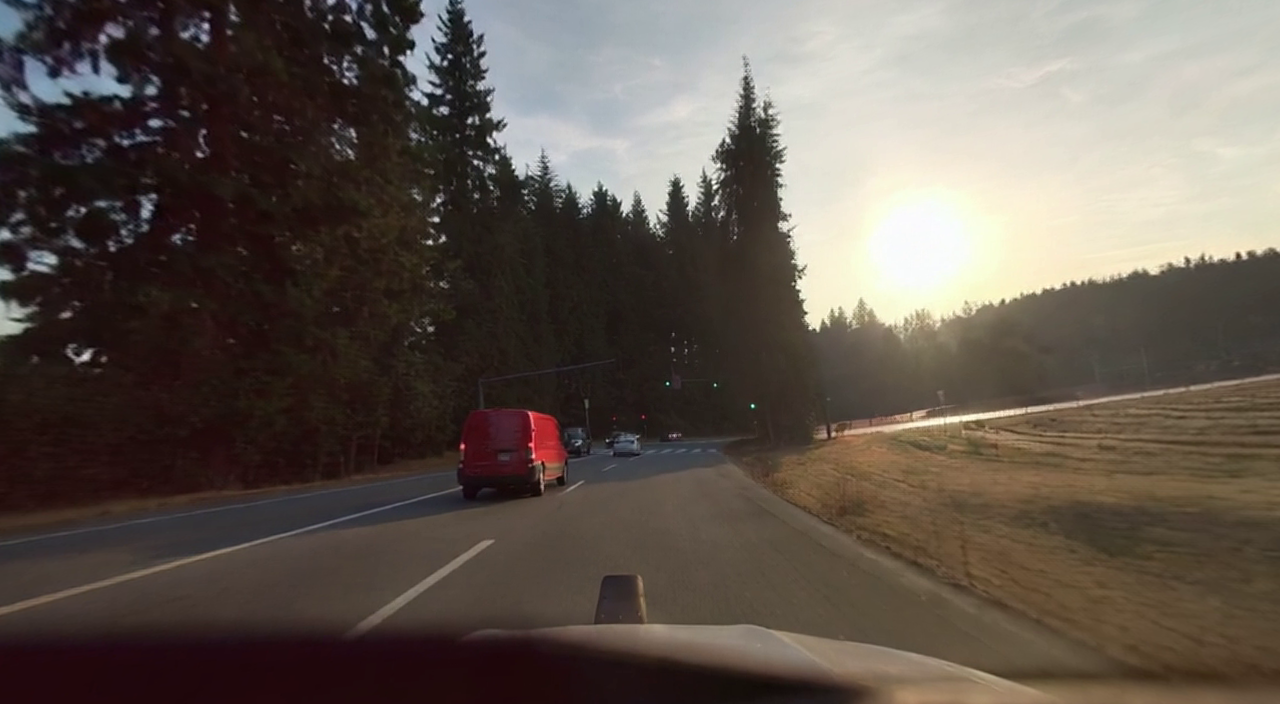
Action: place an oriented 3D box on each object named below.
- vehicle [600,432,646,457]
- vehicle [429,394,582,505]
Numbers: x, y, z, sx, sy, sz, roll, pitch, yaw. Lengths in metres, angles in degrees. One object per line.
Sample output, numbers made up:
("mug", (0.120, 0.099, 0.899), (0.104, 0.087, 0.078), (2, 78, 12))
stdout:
("vehicle", (-0.993, 5.820, 39.539), (2.088, 1.484, 4.572), (-1, -8, 9))
("vehicle", (-2.916, 2.308, 15.162), (2.362, 2.185, 5.212), (0, -8, 2))
